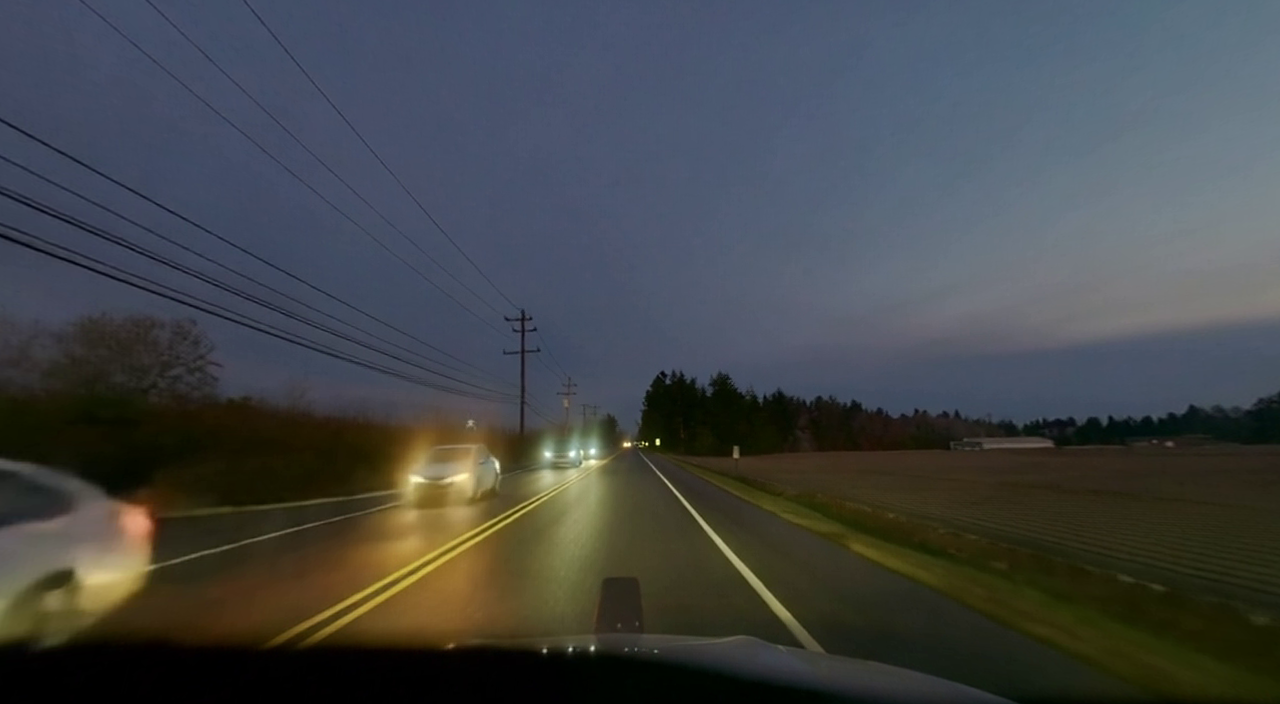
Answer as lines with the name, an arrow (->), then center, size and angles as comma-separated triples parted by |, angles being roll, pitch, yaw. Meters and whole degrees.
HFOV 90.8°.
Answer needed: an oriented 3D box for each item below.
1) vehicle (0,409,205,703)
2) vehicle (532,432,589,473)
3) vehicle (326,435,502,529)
vehicle -> -4.657, 1.069, 2.795 | 2.153, 1.630, 4.822 | -1, -8, -2
vehicle -> -4.737, 6.083, 38.735 | 2.762, 2.167, 6.359 | -2, -8, -2
vehicle -> -4.701, 2.731, 14.106 | 2.224, 1.612, 4.927 | -2, -8, -1
